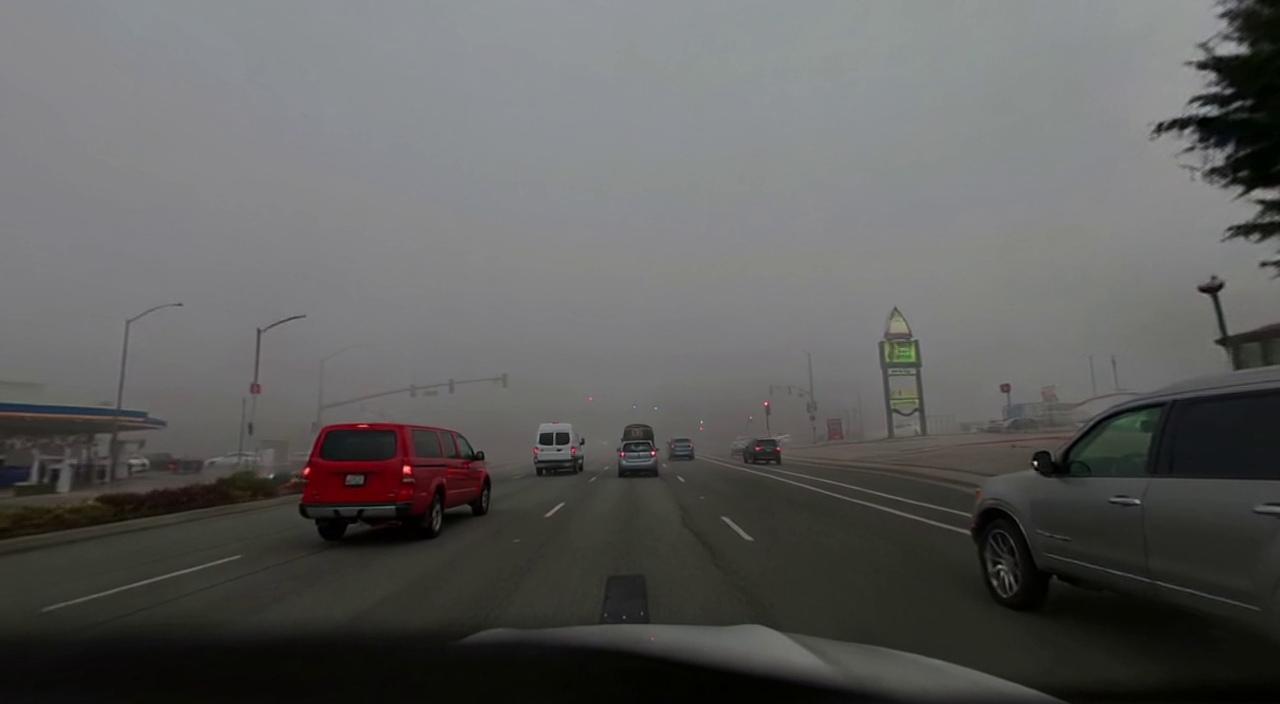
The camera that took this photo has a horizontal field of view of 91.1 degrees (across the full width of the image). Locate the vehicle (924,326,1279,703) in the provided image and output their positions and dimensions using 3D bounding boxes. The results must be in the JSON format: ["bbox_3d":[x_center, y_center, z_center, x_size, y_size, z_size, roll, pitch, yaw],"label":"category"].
[{"bbox_3d":[3.751,0.939,3.621,2.055,1.786,4.817,0,-8,1],"label":"vehicle"}]

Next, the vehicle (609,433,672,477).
[{"bbox_3d":[0.021,4.410,27.145,2.426,1.703,5.602,0,-8,0],"label":"vehicle"}]

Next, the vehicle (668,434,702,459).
[{"bbox_3d":[3.362,7.218,48.072,2.193,1.795,5.130,0,-8,-1],"label":"vehicle"}]

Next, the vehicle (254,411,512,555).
[{"bbox_3d":[-3.680,1.989,10.323,2.002,1.747,5.173,0,-8,0],"label":"vehicle"}]

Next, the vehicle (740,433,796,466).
[{"bbox_3d":[6.935,5.328,34.469,2.119,1.696,4.623,0,-8,1],"label":"vehicle"}]

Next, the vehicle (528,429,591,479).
[{"bbox_3d":[-3.386,4.392,27.299,2.025,1.936,4.995,0,-9,1],"label":"vehicle"}]
